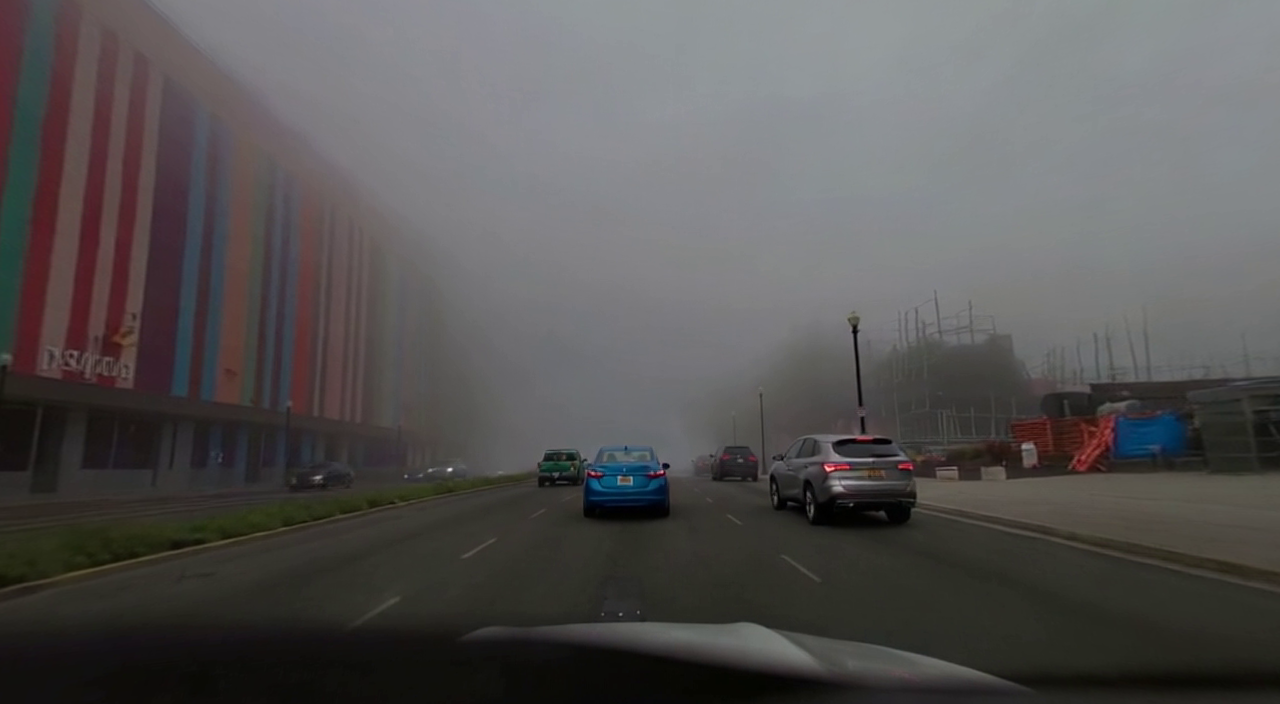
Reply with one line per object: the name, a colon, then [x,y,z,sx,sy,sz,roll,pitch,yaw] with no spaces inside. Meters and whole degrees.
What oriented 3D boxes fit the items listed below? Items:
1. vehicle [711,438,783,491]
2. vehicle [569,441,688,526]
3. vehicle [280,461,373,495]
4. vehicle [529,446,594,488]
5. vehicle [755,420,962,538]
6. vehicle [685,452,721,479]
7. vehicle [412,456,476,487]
vehicle: [4.166,4.452,25.485,2.124,1.896,4.914,0,-8,1]
vehicle: [-0.161,2.674,13.438,2.131,1.496,4.193,0,-8,1]
vehicle: [-15.707,6.323,31.999,2.078,1.496,4.769,-1,-8,3]
vehicle: [-3.434,5.144,28.617,2.201,1.691,4.305,-1,-8,3]
vehicle: [3.827,2.319,12.250,2.185,1.797,4.934,0,-8,-1]
vehicle: [4.196,7.646,42.661,2.115,1.636,4.104,0,-8,2]
vehicle: [-11.919,7.268,38.707,2.202,1.714,4.509,-1,-8,4]
